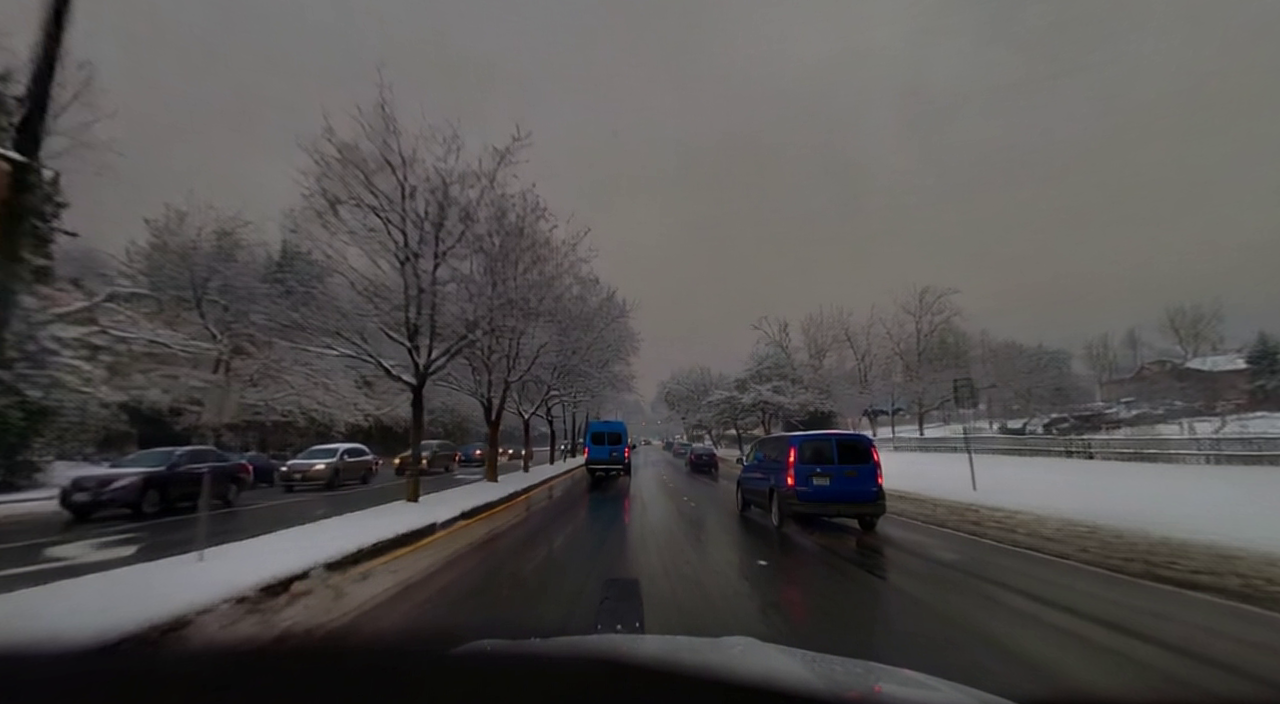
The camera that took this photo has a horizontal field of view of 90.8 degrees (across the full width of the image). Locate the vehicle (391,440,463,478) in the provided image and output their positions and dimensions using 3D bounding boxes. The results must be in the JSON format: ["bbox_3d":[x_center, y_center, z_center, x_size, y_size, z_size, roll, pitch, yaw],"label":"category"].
[{"bbox_3d":[-11.073,5.576,33.273,2.091,1.806,4.859,0,-9,0],"label":"vehicle"}]

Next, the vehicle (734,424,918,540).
[{"bbox_3d":[3.037,2.218,11.359,1.965,1.671,4.146,0,-9,-1],"label":"vehicle"}]

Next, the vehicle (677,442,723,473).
[{"bbox_3d":[3.455,6.215,37.350,2.248,1.692,4.252,0,-9,-1],"label":"vehicle"}]

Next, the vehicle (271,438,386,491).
[{"bbox_3d":[-10.936,3.965,22.546,1.988,1.689,4.047,0,-9,1],"label":"vehicle"}]

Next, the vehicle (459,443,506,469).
[{"bbox_3d":[-11.204,7.410,45.213,2.192,1.754,4.569,0,-9,0],"label":"vehicle"}]

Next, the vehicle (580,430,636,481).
[{"bbox_3d":[-1.303,4.568,28.051,2.228,2.054,4.309,0,-9,1],"label":"vehicle"}]

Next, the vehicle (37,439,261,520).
[{"bbox_3d":[-11.232,2.912,14.941,1.956,1.625,4.123,0,-9,0],"label":"vehicle"}]
